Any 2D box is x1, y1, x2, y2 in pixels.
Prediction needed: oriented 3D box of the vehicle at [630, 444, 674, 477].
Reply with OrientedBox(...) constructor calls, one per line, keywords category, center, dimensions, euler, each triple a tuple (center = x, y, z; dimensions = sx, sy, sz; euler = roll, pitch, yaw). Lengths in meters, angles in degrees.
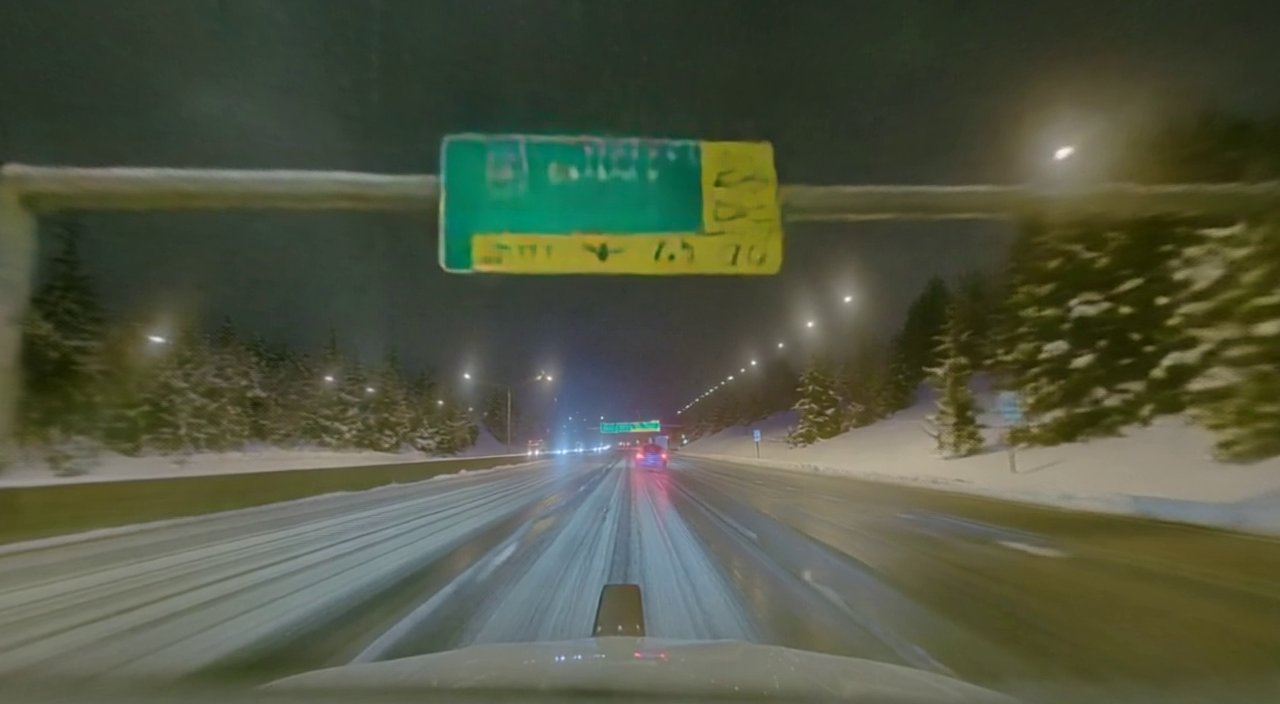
OrientedBox(category="vehicle", center=(0.571, 5.391, 31.311), dimensions=(2.055, 1.501, 4.321), euler=(0, -9, 1))
